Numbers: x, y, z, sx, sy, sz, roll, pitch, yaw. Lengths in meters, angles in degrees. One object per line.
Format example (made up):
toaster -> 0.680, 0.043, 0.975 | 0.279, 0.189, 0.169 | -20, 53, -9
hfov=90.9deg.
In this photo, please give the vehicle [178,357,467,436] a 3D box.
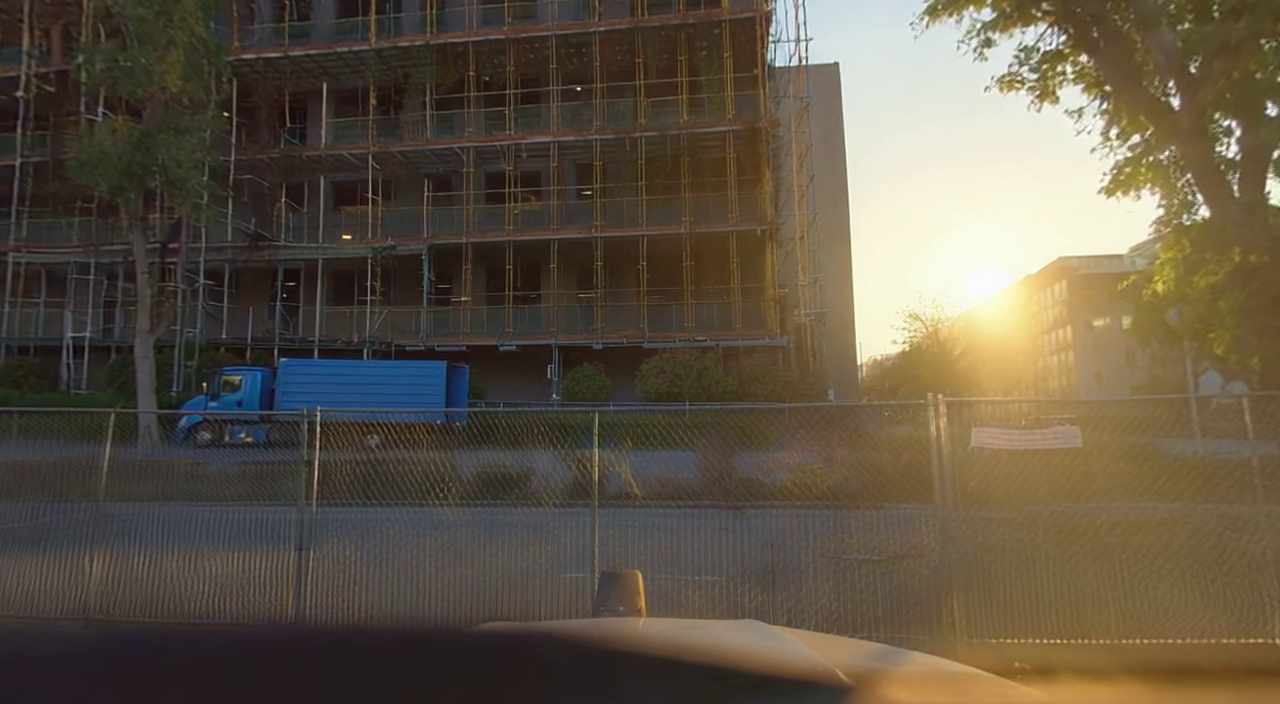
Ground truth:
vehicle -> -17.166, 2.615, 35.226 | 14.067, 4.099, 2.832 | 1, -9, -7
